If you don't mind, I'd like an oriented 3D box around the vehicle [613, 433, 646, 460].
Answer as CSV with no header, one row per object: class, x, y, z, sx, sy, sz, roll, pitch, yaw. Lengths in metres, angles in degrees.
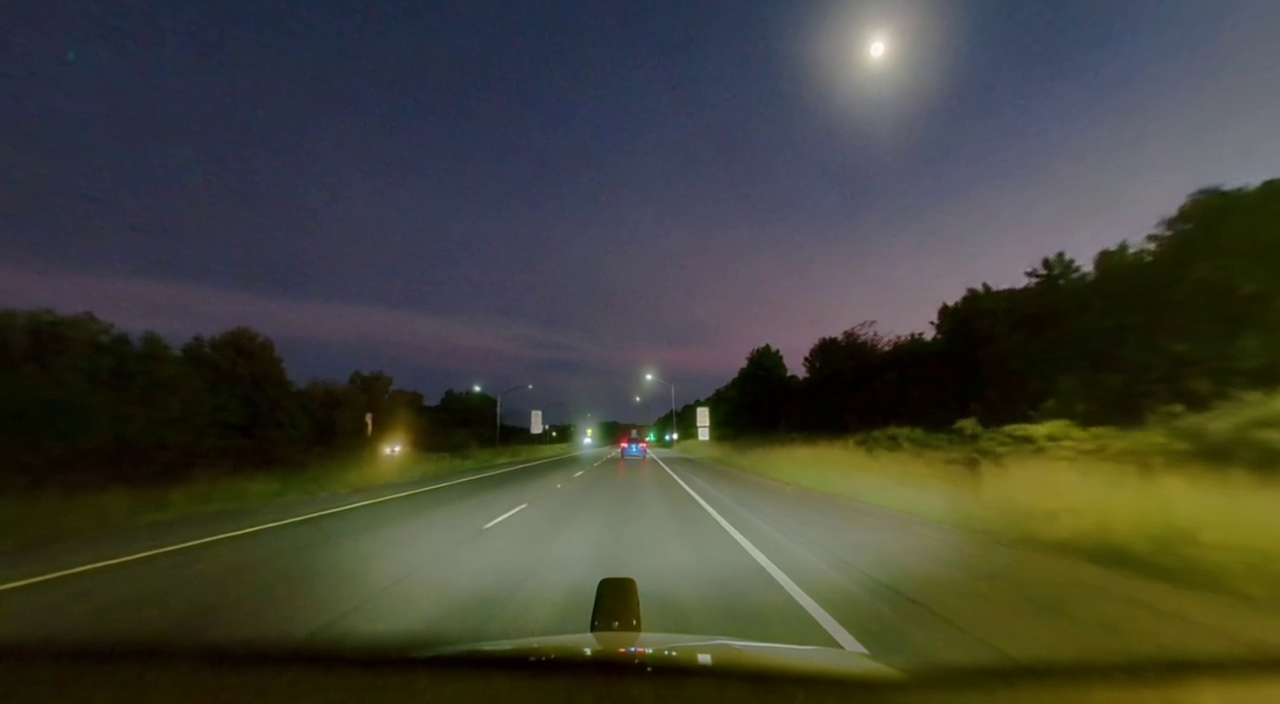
vehicle,-0.736,6.461,43.182,2.180,1.717,4.139,0,-8,-1
